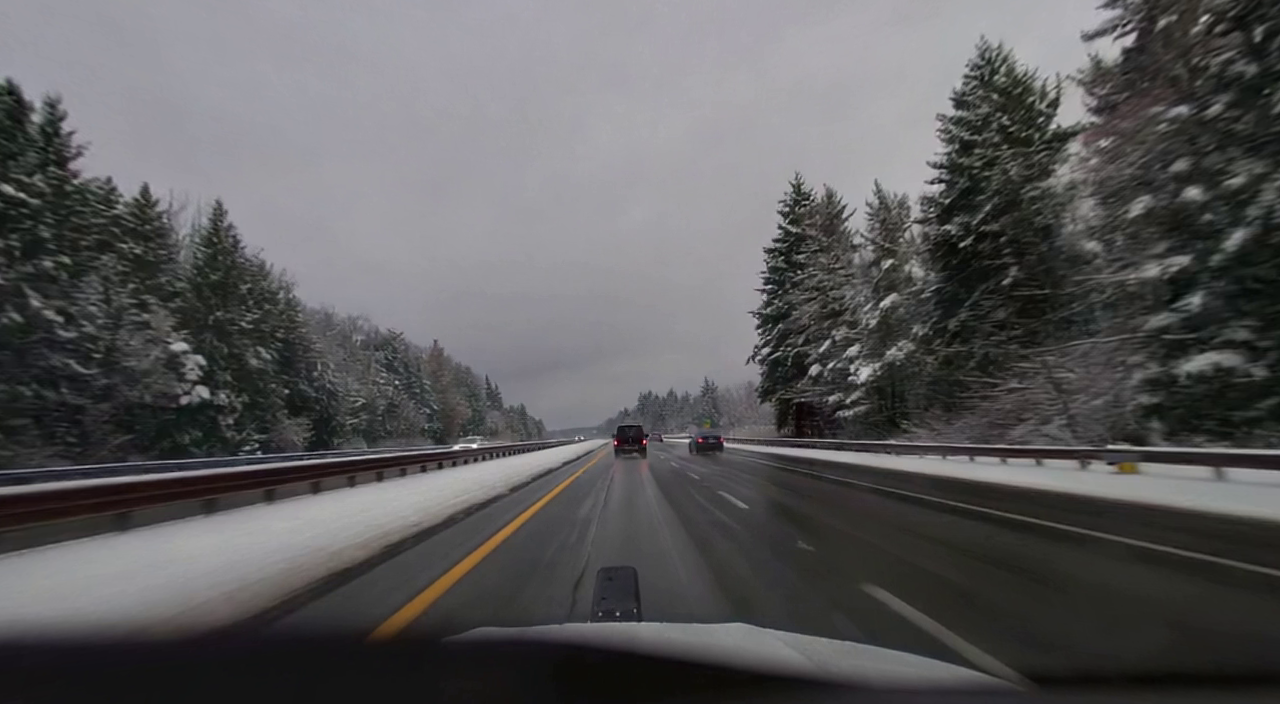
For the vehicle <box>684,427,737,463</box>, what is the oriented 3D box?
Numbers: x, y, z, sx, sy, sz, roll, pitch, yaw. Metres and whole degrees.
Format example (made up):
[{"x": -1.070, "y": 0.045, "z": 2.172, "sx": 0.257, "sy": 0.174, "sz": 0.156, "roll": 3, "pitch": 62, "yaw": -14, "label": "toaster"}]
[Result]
[{"x": 3.349, "y": 4.516, "z": 30.749, "sx": 1.981, "sy": 1.606, "sz": 3.956, "roll": 0, "pitch": -8, "yaw": -2, "label": "vehicle"}]

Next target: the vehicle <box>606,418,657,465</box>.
[{"x": -0.433, "y": 4.277, "z": 30.315, "sx": 2.270, "sy": 2.044, "sz": 4.633, "roll": 0, "pitch": -8, "yaw": -2, "label": "vehicle"}]

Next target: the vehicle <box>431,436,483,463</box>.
[{"x": -10.808, "y": 5.781, "z": 37.503, "sx": 1.888, "sy": 1.486, "sz": 4.330, "roll": 0, "pitch": -8, "yaw": -2, "label": "vehicle"}]
